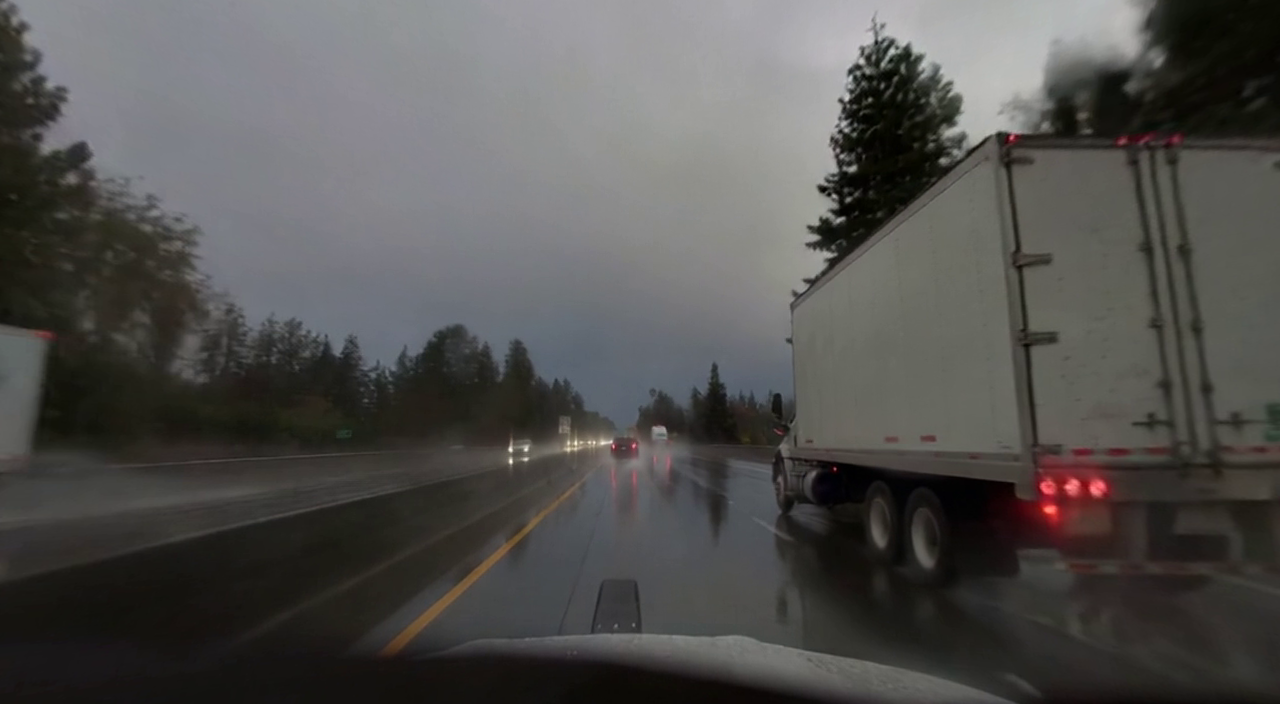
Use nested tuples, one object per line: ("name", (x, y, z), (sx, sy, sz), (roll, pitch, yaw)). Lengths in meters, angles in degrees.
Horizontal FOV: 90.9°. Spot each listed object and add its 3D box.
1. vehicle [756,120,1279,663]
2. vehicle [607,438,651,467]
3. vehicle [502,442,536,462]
("vehicle", (3.833, 0.697, 8.189), (2.921, 3.526, 8.207), (0, -8, -1))
("vehicle", (-0.592, 5.380, 34.082), (2.259, 1.466, 3.693), (0, -8, -1))
("vehicle", (-9.380, 7.718, 49.030), (1.882, 1.446, 3.944), (0, -8, -1))
